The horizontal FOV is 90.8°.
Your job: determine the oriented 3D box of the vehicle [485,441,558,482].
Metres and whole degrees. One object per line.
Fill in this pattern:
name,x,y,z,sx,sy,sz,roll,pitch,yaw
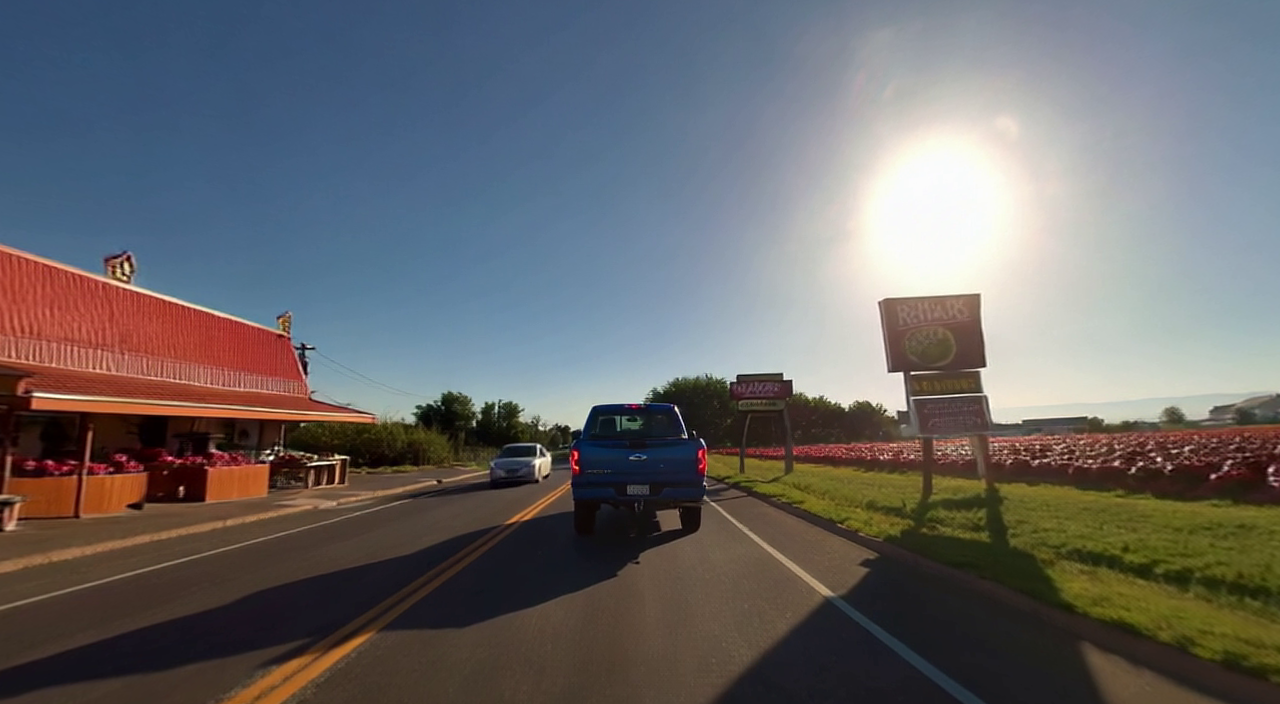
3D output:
vehicle,-4.619,4.348,25.303,2.121,1.473,4.390,0,-8,-1

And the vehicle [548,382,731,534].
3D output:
vehicle,-0.095,1.996,12.352,2.693,2.223,5.885,0,-8,-2
